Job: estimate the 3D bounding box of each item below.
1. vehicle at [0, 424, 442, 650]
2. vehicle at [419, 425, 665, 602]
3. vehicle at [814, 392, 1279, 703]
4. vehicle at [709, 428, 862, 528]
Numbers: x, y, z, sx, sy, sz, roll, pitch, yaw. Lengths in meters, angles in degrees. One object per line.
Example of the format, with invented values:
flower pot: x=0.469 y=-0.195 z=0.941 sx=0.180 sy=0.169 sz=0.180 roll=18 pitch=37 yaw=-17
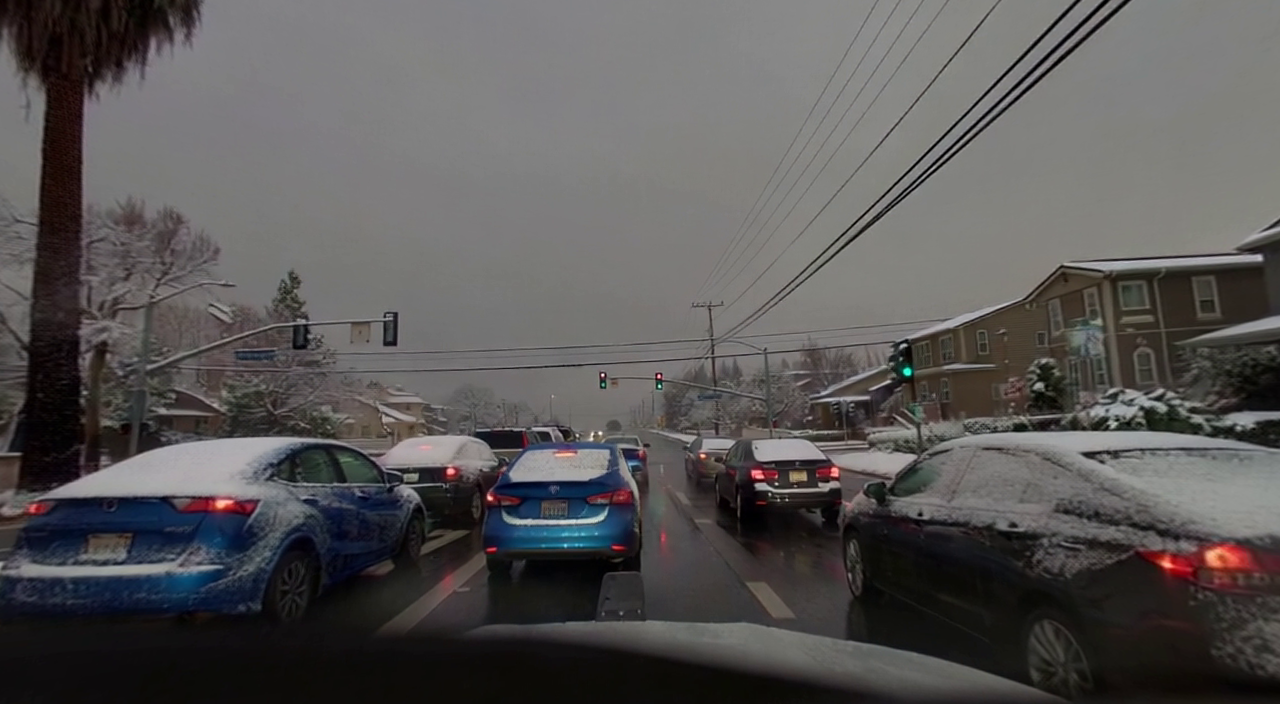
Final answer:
vehicle: x=-3.681 y=1.560 z=6.499 sx=2.058 sy=1.474 sz=4.473 roll=0 pitch=-9 yaw=-3
vehicle: x=-0.903 y=1.674 z=7.413 sx=2.104 sy=1.500 sz=3.815 roll=0 pitch=-9 yaw=-2
vehicle: x=2.764 y=1.167 z=3.994 sx=2.014 sy=1.464 sz=4.312 roll=0 pitch=-9 yaw=-1
vehicle: x=2.613 y=2.374 z=12.499 sx=1.956 sy=1.615 sz=4.205 roll=0 pitch=-9 yaw=-1
